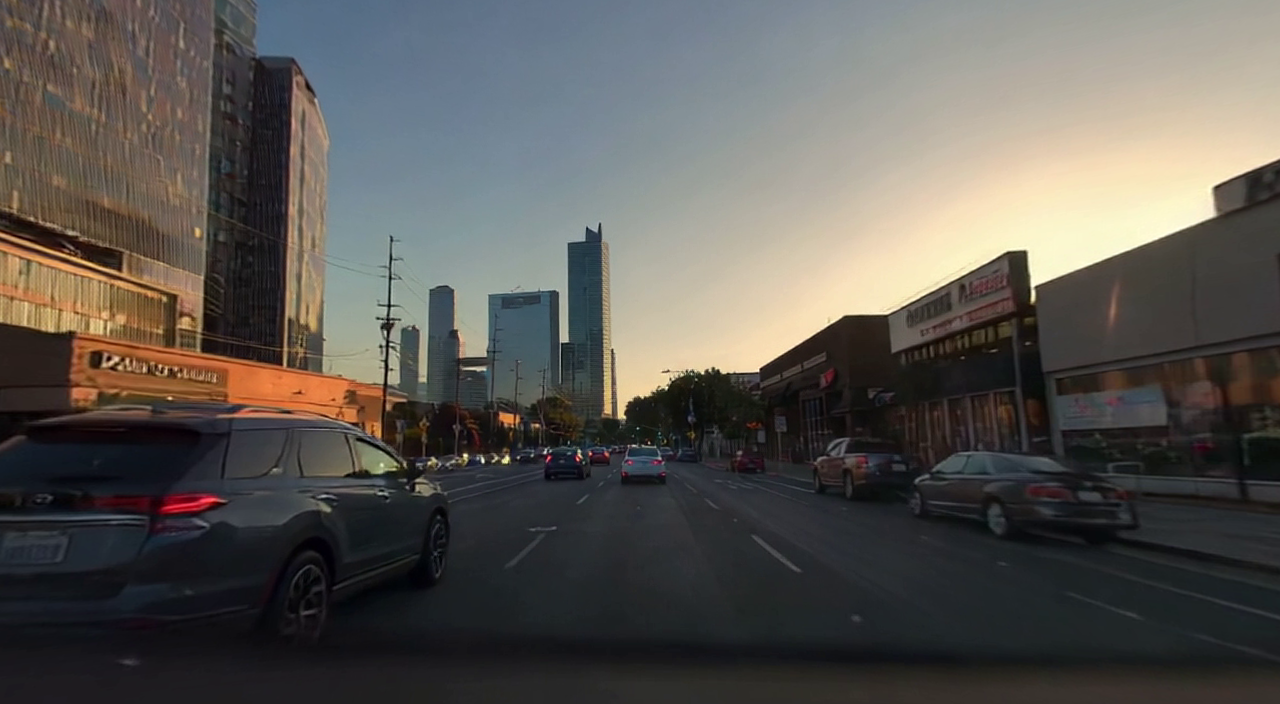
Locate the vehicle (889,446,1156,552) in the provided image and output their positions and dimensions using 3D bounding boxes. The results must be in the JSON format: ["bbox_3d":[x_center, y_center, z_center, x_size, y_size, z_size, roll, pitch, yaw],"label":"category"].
[{"bbox_3d":[6.285,2.412,11.151,1.944,1.462,4.406,0,-8,0],"label":"vehicle"}]

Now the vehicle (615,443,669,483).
[{"bbox_3d":[0.083,4.522,26.016,2.037,1.484,4.073,0,-8,0],"label":"vehicle"}]

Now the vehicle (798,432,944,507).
[{"bbox_3d":[6.363,3.289,18.193,2.159,1.817,5.056,0,-8,-2],"label":"vehicle"}]

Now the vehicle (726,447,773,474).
[{"bbox_3d":[6.690,6.654,38.902,2.014,1.495,4.562,0,-8,-1],"label":"vehicle"}]

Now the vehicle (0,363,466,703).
[{"bbox_3d":[-2.974,1.188,4.641,2.049,1.646,4.445,0,-8,1],"label":"vehicle"}]

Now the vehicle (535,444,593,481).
[{"bbox_3d":[-3.232,4.777,27.565,1.950,1.450,4.257,0,-8,1],"label":"vehicle"}]
